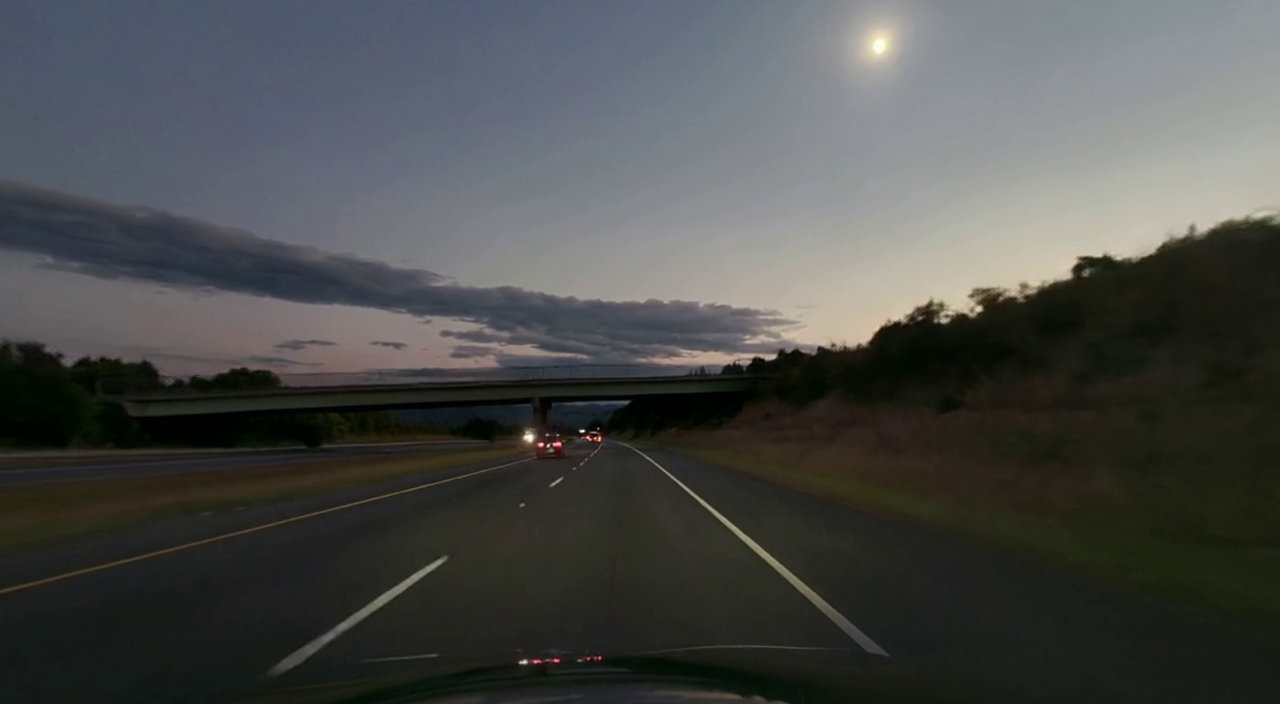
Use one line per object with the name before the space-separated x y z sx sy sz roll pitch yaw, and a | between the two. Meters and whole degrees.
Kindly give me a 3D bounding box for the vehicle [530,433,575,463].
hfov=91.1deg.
vehicle | -4.785 5.276 34.842 2.005 1.509 4.260 0 -8 -1
